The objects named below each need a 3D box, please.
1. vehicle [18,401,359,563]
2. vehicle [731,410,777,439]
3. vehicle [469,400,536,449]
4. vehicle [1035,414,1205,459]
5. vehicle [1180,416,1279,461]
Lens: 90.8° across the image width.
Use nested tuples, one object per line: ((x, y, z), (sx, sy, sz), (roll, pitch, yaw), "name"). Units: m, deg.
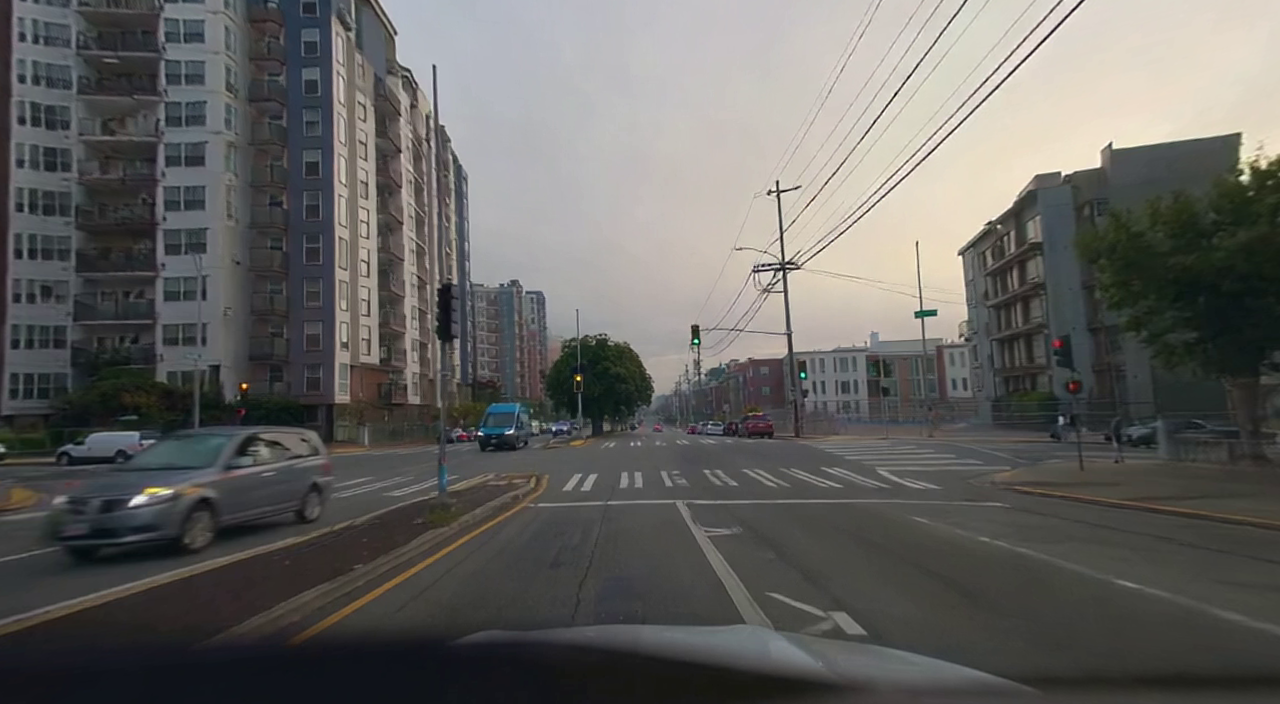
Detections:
((-6.671, 1.942, 10.274), (2.158, 1.871, 4.742), (-3, -8, -1), "vehicle")
((7.181, 4.662, 40.371), (1.996, 1.704, 4.490), (0, -8, -2), "vehicle")
((-7.396, 3.941, 34.727), (2.515, 2.476, 5.364), (0, -6, 0), "vehicle")
((16.333, 2.881, 21.673), (4.210, 1.449, 1.974), (0, -6, 0), "vehicle")
((21.957, 3.045, 22.016), (4.432, 1.480, 1.818), (0, -8, 4), "vehicle")
